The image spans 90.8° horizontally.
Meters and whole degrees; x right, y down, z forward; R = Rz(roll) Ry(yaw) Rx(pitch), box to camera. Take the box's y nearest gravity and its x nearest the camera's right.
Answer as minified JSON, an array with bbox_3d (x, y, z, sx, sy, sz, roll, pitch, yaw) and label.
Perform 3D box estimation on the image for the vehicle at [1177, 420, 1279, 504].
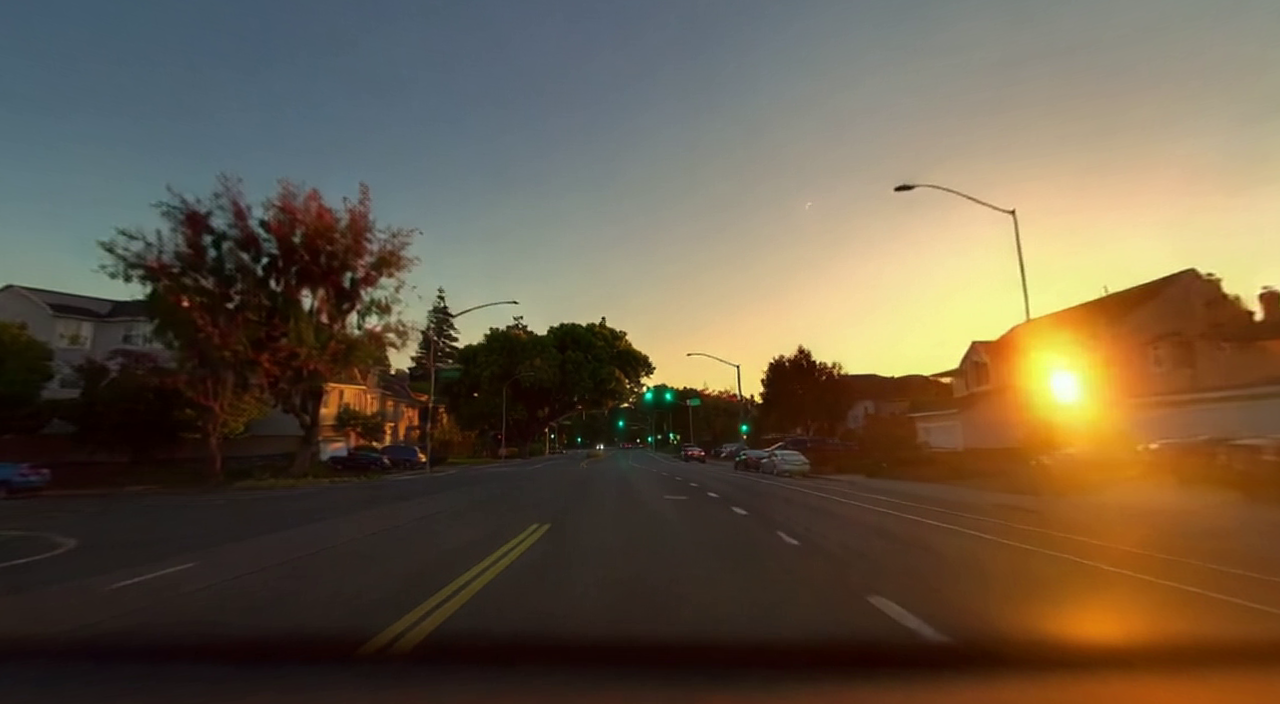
[{"bbox_3d":[15.316,2.459,14.325,4.401,1.756,1.983,0,-8,-1],"label":"vehicle"}]

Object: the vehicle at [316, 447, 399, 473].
[{"bbox_3d":[-18.625,7.147,41.858,4.598,1.445,1.973,-2,-9,-2],"label":"vehicle"}]

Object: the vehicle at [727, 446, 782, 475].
[{"bbox_3d":[6.715,6.402,37.601,1.934,1.504,4.928,4,-9,-4],"label":"vehicle"}]

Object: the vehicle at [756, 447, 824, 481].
[{"bbox_3d":[7.333,5.518,31.410,1.951,1.528,4.366,1,-9,-5],"label":"vehicle"}]

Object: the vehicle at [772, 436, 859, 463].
[{"bbox_3d":[13.550,7.547,49.025,5.974,1.840,2.185,-1,-7,-1],"label":"vehicle"}]

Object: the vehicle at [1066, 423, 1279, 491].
[{"bbox_3d":[16.607,3.255,19.808,4.782,1.810,2.247,-2,-8,0],"label":"vehicle"}]

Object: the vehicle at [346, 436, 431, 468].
[{"bbox_3d":[-18.842,7.559,47.578,5.096,2.070,2.687,2,-9,0],"label":"vehicle"}]
